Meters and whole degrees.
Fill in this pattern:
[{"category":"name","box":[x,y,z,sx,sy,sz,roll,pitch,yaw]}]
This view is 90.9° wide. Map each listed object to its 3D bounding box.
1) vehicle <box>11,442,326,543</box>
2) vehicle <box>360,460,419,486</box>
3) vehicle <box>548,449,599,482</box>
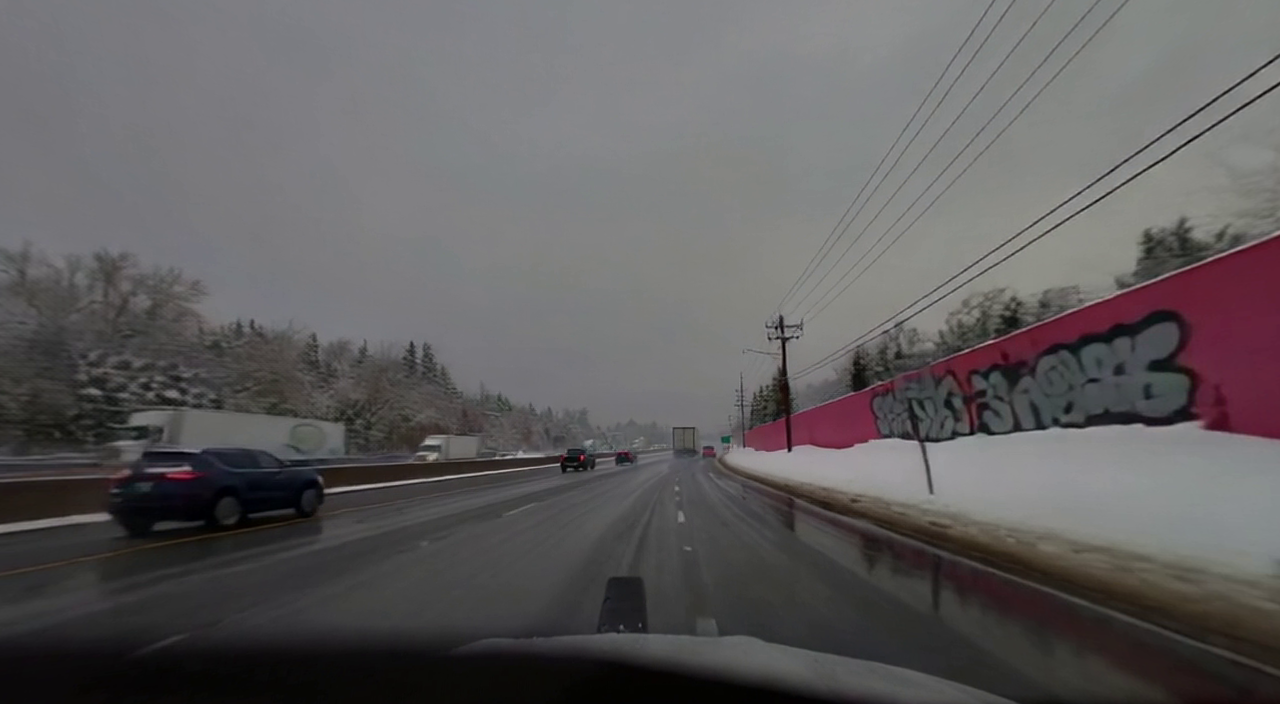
[{"category":"vehicle","box":[-8.394,2.521,12.025,2.142,1.503,4.767,-1,-9,3]},{"category":"vehicle","box":[-15.068,7.277,38.075,1.789,1.390,3.746,-1,-9,4]},{"category":"vehicle","box":[-3.371,5.834,32.714,1.966,1.565,3.766,-1,-9,4]}]
